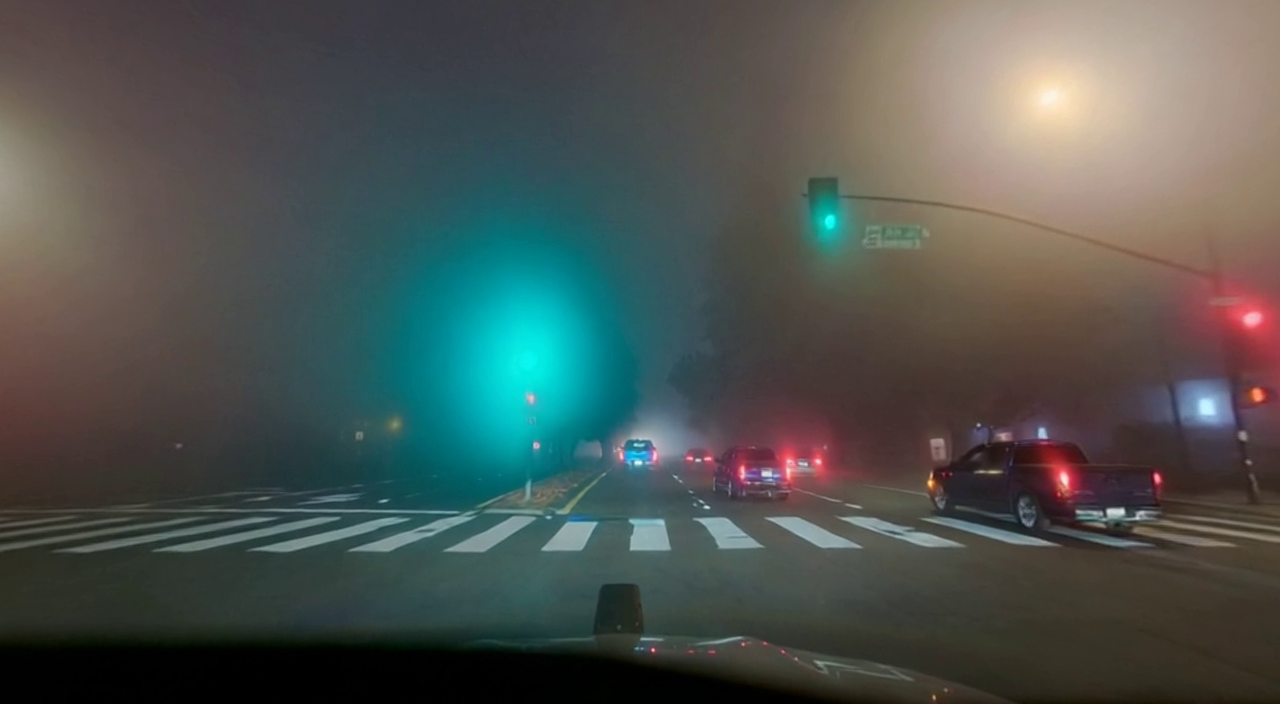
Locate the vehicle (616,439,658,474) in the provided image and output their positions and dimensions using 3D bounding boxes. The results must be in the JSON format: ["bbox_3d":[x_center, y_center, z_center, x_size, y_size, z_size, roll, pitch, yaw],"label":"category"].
[{"bbox_3d":[-0.189,6.069,36.978,2.344,1.883,4.572,0,-8,-1],"label":"vehicle"}]

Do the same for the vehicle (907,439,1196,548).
[{"bbox_3d":[6.604,2.271,10.969,1.855,1.469,4.598,0,-8,-1],"label":"vehicle"}]

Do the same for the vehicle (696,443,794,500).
[{"bbox_3d":[2.941,3.458,18.767,2.057,1.463,4.365,0,-8,-2],"label":"vehicle"}]
